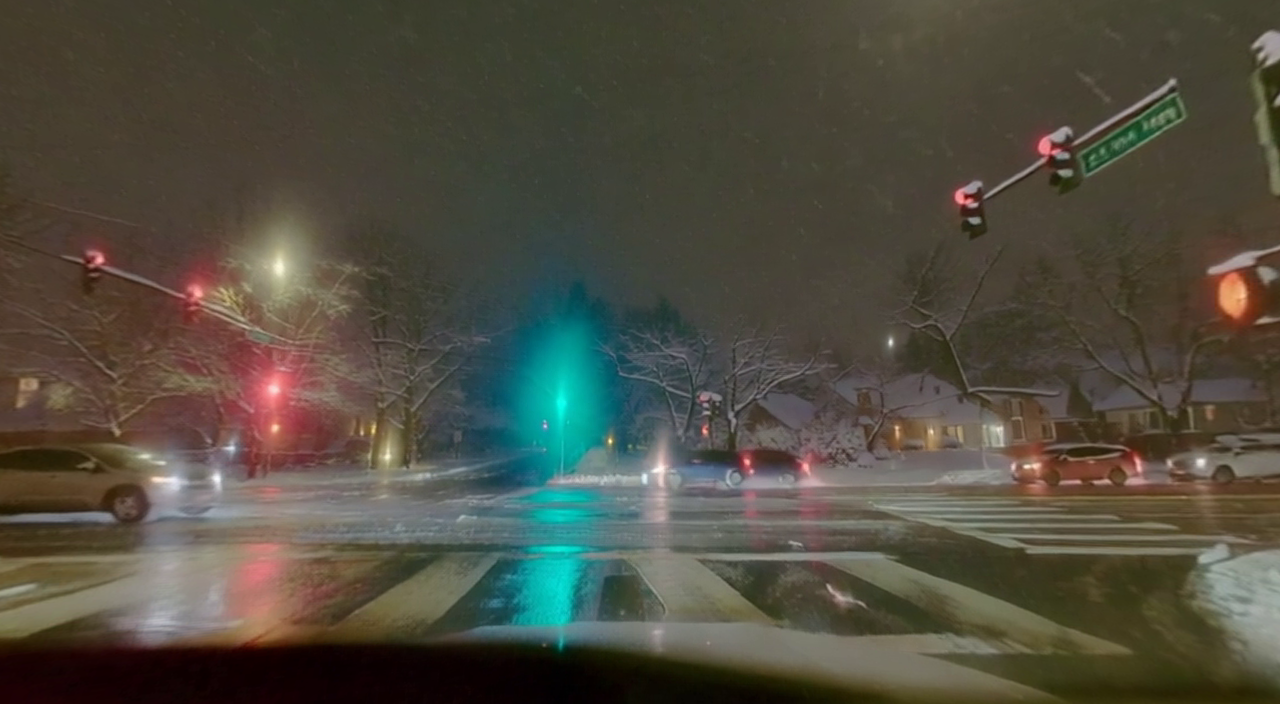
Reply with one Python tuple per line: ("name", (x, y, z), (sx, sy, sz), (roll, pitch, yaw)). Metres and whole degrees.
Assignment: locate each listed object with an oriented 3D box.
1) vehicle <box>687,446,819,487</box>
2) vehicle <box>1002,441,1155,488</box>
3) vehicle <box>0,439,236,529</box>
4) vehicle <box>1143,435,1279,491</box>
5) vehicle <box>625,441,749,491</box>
("vehicle", (4.243, 4.360, 24.229), (4.705, 1.486, 1.830), (0, -8, 0))
("vehicle", (16.586, 4.254, 24.060), (4.326, 1.672, 1.903), (0, -8, 0))
("vehicle", (-10.380, 2.291, 11.278), (4.989, 1.442, 1.940), (0, -8, 1))
("vehicle", (19.368, 3.538, 20.348), (4.510, 1.673, 2.030), (0, -8, 0))
("vehicle", (1.437, 3.658, 20.462), (3.815, 1.504, 1.790), (0, -8, 0))
